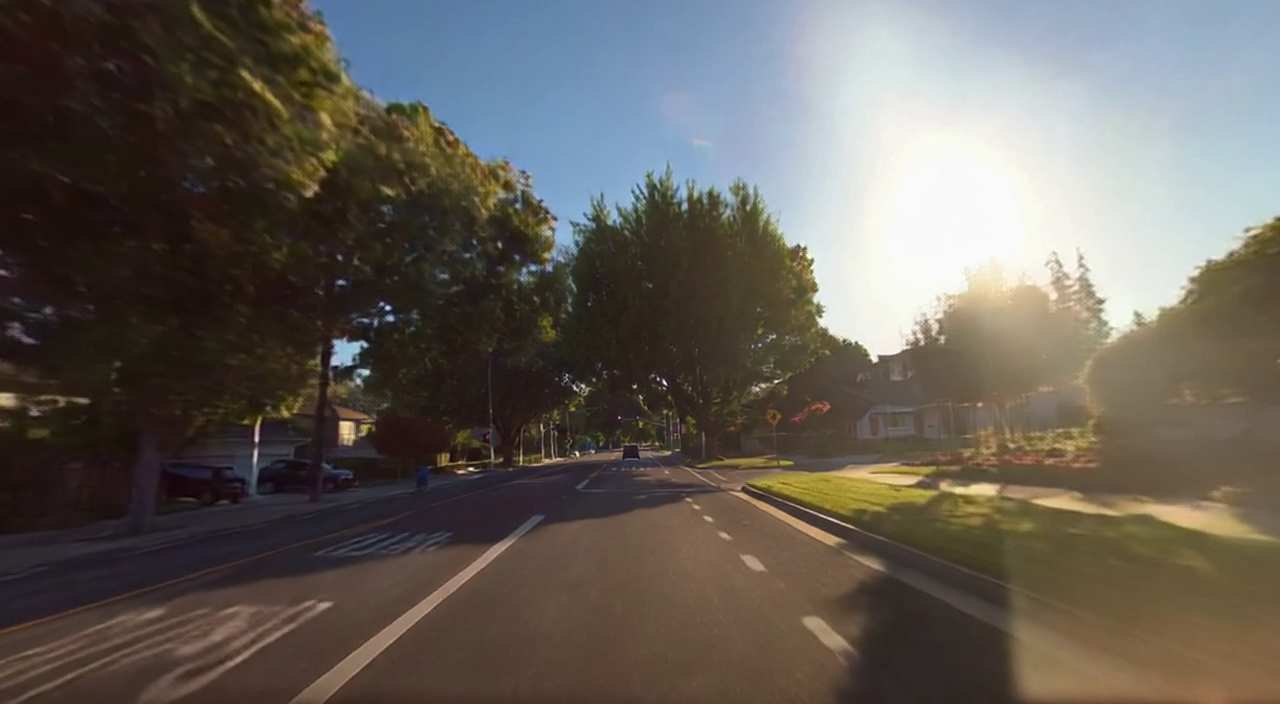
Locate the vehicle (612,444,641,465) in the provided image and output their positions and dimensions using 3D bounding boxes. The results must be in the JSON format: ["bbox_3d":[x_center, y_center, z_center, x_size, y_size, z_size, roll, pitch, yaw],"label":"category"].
[{"bbox_3d":[-1.005,7.743,48.064,2.104,1.500,3.815,0,-8,-1],"label":"vehicle"}]

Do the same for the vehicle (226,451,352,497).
[{"bbox_3d":[-16.141,5.612,29.281,2.043,1.803,4.631,-12,-13,37],"label":"vehicle"}]

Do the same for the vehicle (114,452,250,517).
[{"bbox_3d":[-16.658,4.739,23.427,2.378,1.922,5.801,0,-8,-18],"label":"vehicle"}]
